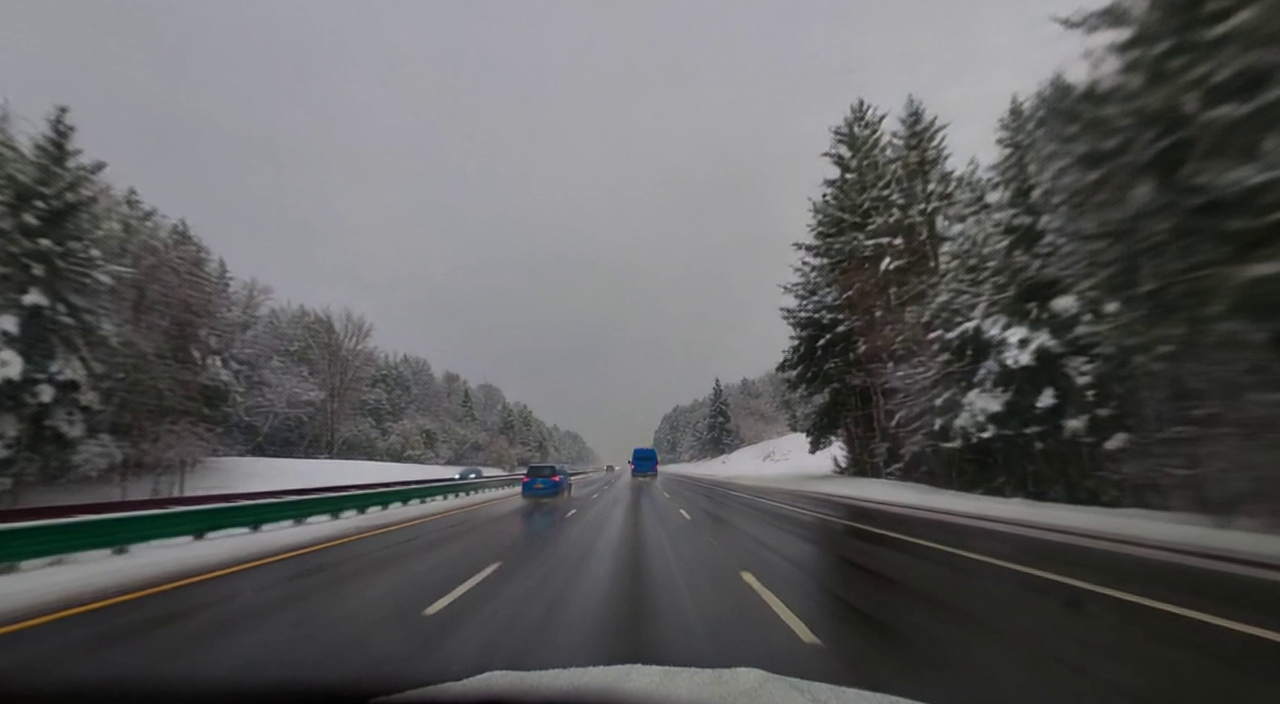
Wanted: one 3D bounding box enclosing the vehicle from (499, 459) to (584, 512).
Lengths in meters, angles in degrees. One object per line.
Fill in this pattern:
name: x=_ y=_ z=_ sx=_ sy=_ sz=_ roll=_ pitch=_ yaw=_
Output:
vehicle: x=-3.074 y=4.332 z=20.672 sx=2.038 sy=1.490 sz=4.391 roll=1 pitch=-11 yaw=0
